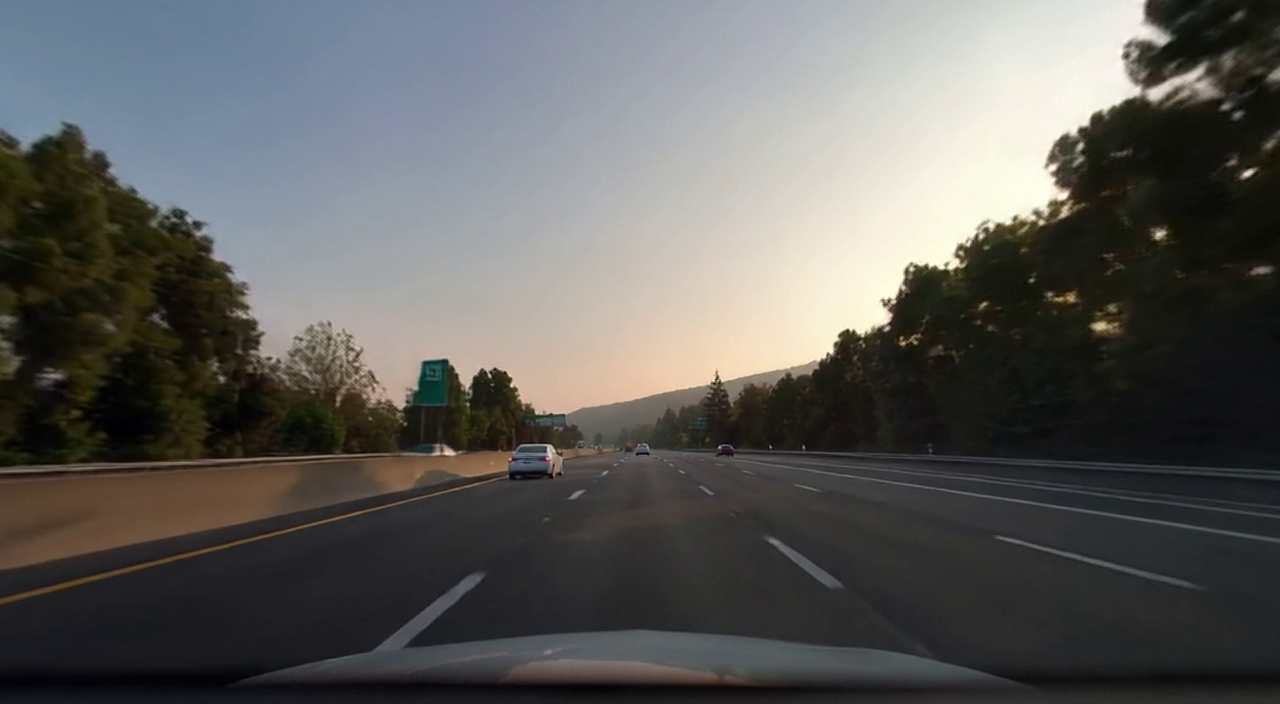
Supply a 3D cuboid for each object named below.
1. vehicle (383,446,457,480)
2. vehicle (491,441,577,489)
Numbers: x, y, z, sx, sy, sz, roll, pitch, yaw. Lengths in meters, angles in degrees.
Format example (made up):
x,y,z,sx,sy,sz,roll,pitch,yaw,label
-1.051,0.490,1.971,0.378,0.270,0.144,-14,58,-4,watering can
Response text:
x,y,z,sx,sy,sz,roll,pitch,yaw,label
-10.543,5.317,30.549,1.885,1.527,4.459,0,-9,1,vehicle
-3.630,3.972,22.510,2.162,1.493,4.583,0,-8,1,vehicle
